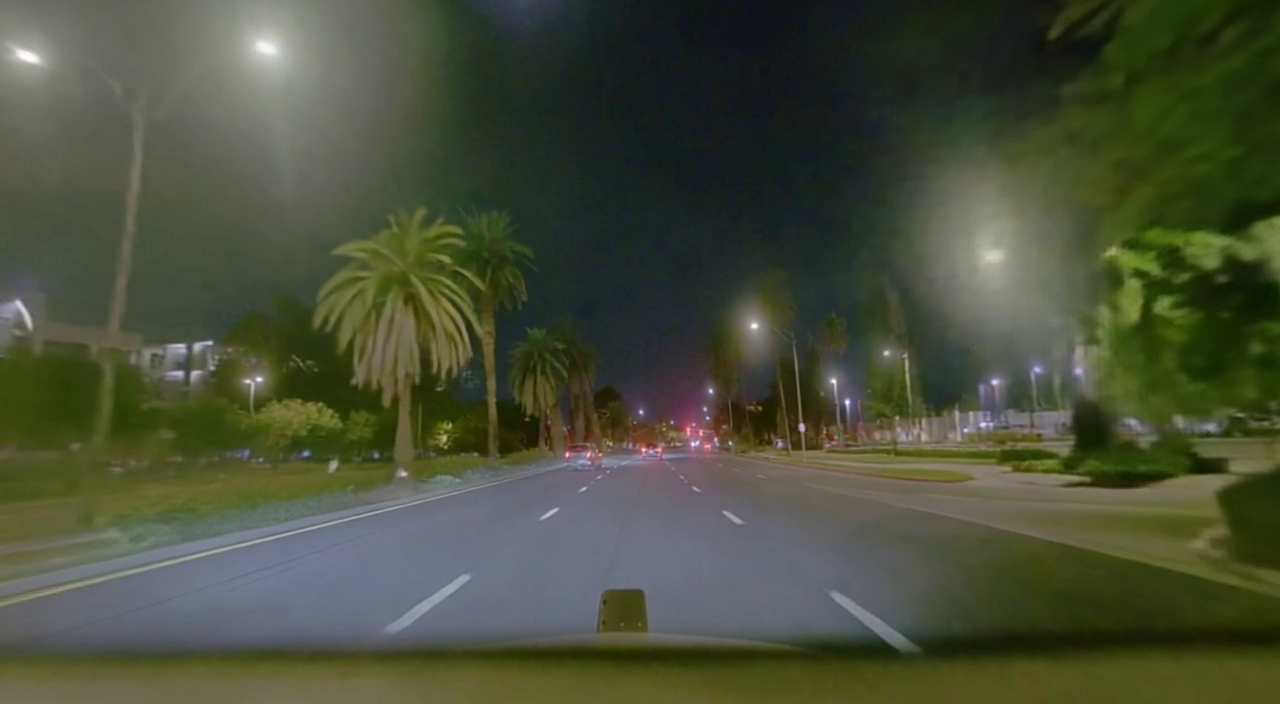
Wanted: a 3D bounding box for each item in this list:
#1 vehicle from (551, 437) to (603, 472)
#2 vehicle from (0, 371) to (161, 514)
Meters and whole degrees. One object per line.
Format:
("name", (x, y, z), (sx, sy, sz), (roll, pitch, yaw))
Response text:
("vehicle", (-3.438, 5.709, 35.093), (2.188, 1.819, 4.667), (-1, -8, 3))
("vehicle", (-21.108, 2.559, 17.285), (2.968, 4.370, 16.176), (-1, -7, 1))
